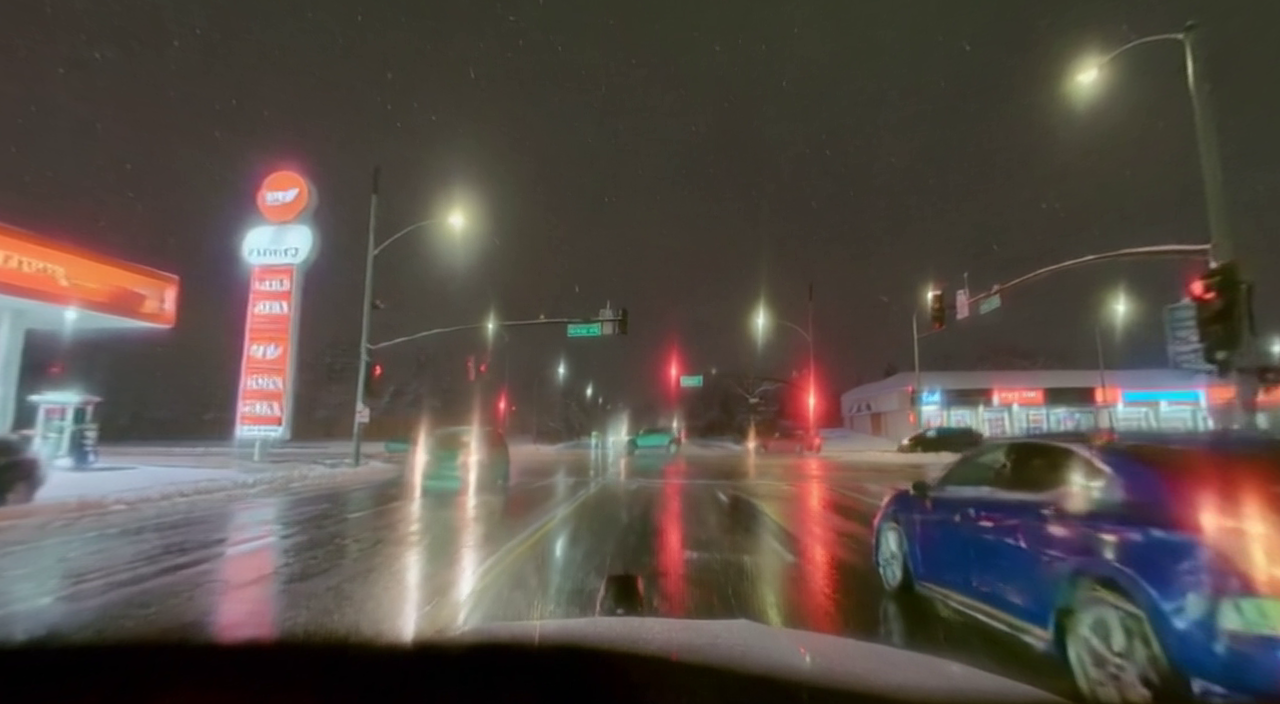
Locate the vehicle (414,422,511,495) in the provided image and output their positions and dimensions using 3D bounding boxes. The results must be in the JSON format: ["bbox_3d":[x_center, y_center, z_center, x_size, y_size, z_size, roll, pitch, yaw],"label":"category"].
[{"bbox_3d":[-4.711,2.879,17.392,2.196,1.696,4.484,1,-9,-12],"label":"vehicle"}]

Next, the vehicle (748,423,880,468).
[{"bbox_3d":[7.430,4.026,27.146,5.107,1.775,1.992,-5,-10,28],"label":"vehicle"}]

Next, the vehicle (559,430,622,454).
[{"bbox_3d":[-3.749,6.847,47.733,4.433,1.717,1.839,-5,-10,29],"label":"vehicle"}]

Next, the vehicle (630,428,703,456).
[{"bbox_3d":[1.666,5.809,40.693,4.311,1.742,1.864,-5,-10,28],"label":"vehicle"}]

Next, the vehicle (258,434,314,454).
[{"bbox_3d":[-27.472,7.174,48.970,4.670,1.458,1.959,-6,-10,35],"label":"vehicle"}]

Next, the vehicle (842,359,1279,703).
[{"bbox_3d":[2.990,1.085,3.966,1.995,1.525,4.392,0,-8,0],"label":"vehicle"}]
